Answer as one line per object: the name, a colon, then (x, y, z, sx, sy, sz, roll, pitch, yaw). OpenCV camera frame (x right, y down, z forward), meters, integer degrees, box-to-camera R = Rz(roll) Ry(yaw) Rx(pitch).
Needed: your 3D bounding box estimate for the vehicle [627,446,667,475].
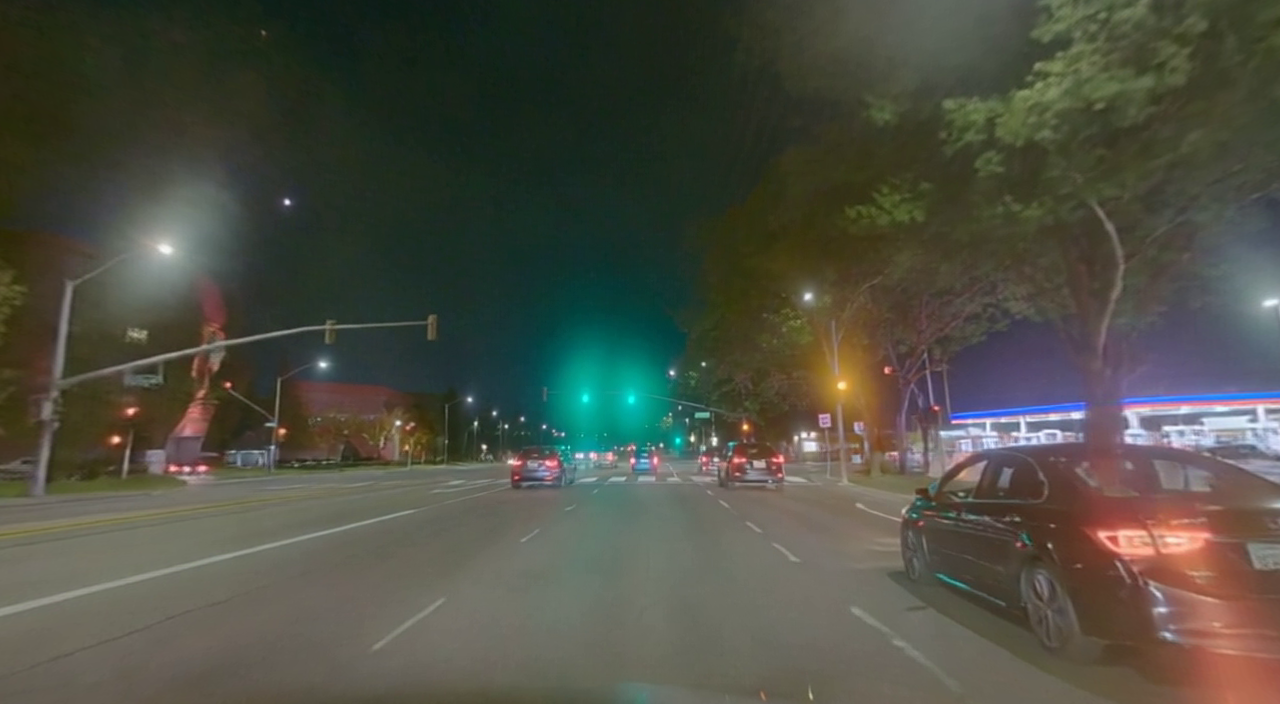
vehicle: (0.373, 6.028, 35.420, 2.104, 1.477, 4.591, 0, -8, 1)

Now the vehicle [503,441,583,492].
vehicle: (-3.306, 3.991, 22.363, 2.023, 1.607, 4.086, -1, -8, 2)

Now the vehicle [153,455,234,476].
vehicle: (-33.813, 8.609, 47.812, 4.652, 1.453, 1.945, 0, -8, 1)

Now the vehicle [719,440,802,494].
vehicle: (4.047, 3.921, 21.927, 2.022, 1.683, 4.171, 0, -8, 0)

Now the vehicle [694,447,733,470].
vehicle: (4.939, 7.201, 42.856, 2.174, 1.462, 4.400, 0, -8, 1)

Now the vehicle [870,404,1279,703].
vehicle: (3.574, 1.266, 4.557, 2.038, 1.499, 4.868, 0, -8, 1)

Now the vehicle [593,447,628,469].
vehicle: (-2.090, 7.658, 45.692, 2.192, 1.463, 4.211, 0, -8, 2)
